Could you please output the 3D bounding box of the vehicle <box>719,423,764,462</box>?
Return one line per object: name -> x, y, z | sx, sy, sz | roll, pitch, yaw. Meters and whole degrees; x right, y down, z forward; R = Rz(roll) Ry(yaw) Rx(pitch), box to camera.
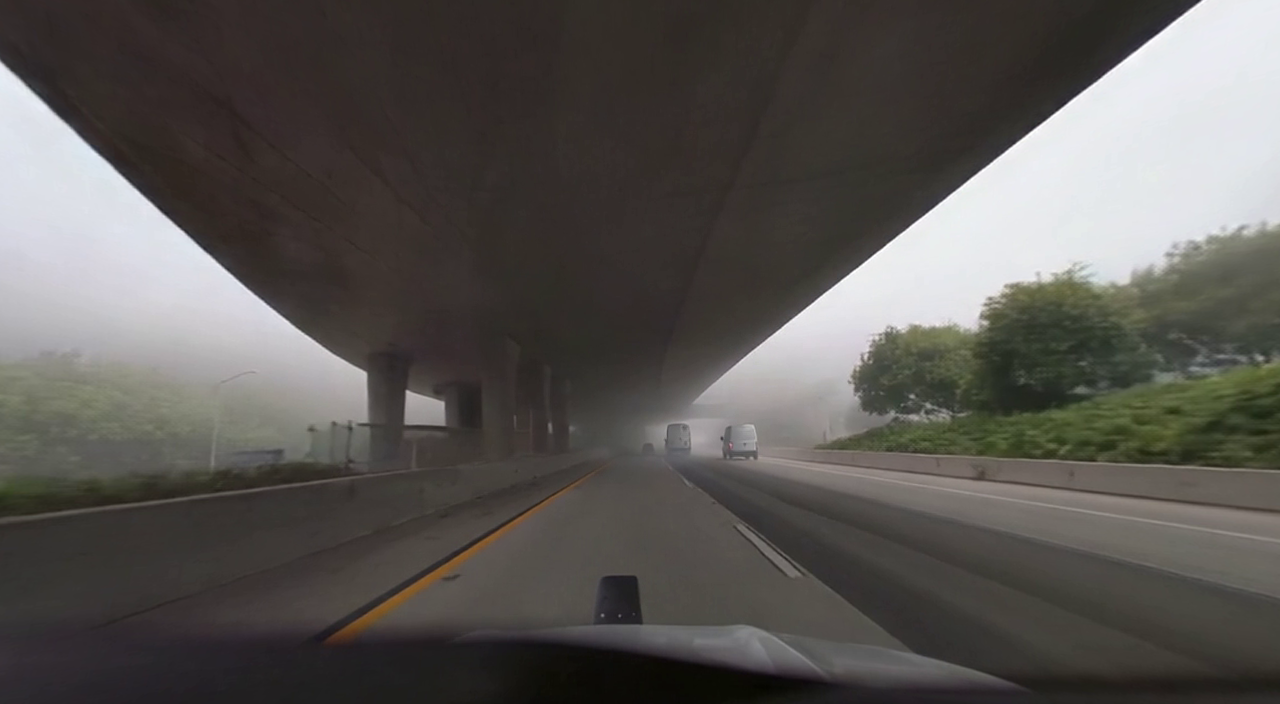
vehicle -> 7.705, 6.971, 48.370 | 2.379, 2.819, 6.294 | 0, -8, 0
